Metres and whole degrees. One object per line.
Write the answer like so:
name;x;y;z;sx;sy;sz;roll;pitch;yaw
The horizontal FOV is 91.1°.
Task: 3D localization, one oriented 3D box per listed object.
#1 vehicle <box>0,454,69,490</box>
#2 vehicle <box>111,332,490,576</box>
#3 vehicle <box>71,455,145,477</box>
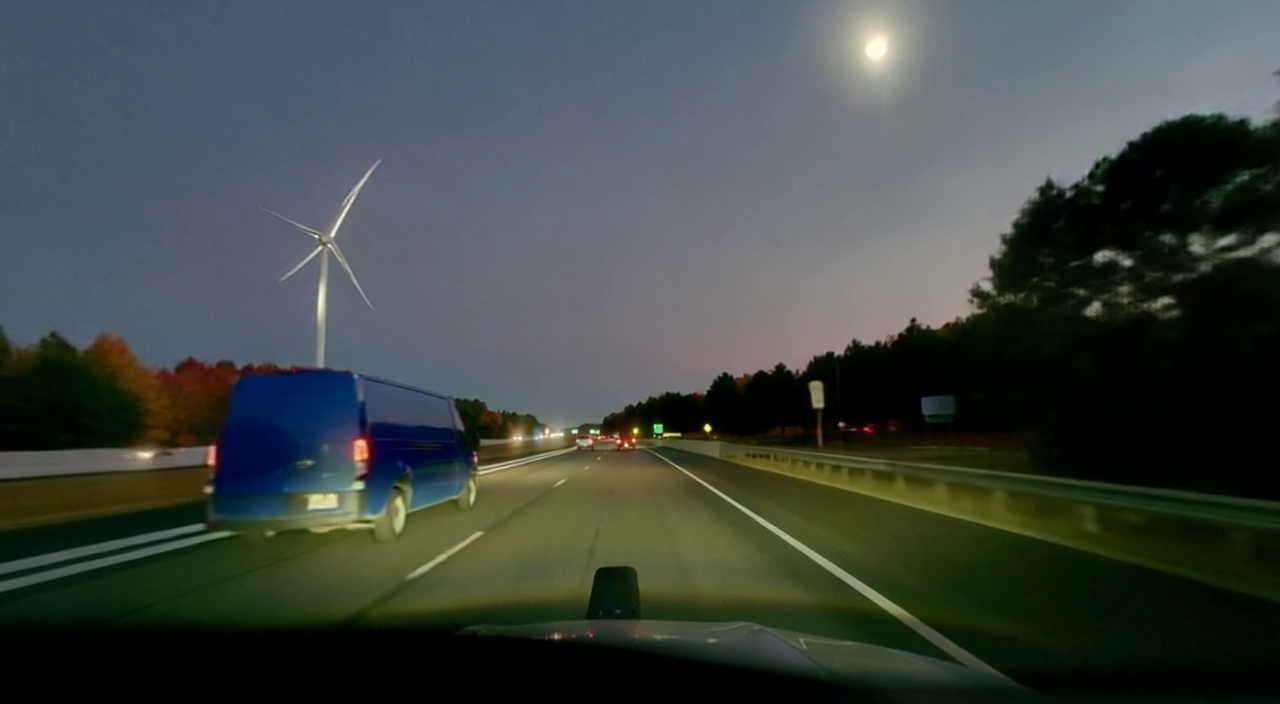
vehicle;-29.102;5.472;28.582;1.898;1.484;4.642;0;-8;0
vehicle;-3.845;1.297;8.604;2.303;2.323;5.089;0;-8;0
vehicle;-41.718;8.952;49.420;1.797;1.475;4.544;0;-7;0
